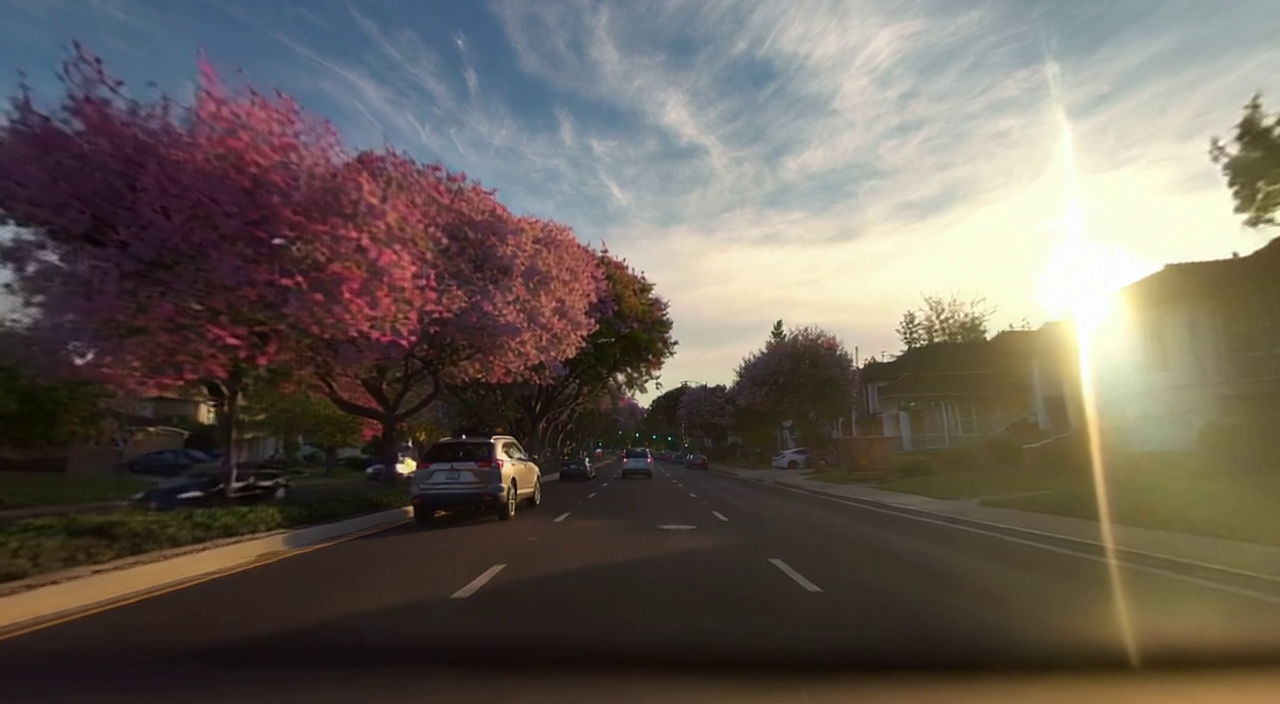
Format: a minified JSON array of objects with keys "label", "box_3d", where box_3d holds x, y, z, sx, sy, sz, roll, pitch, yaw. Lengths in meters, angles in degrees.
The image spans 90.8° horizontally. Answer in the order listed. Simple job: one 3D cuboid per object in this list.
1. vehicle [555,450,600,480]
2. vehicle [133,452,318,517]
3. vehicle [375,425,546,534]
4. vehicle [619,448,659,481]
[{"label":"vehicle","box_3d":[-3.487,6.349,35.821,2.066,1.565,3.905,0,-8,2]},{"label":"vehicle","box_3d":[-11.056,3.525,17.370,1.963,1.476,4.593,0,-8,0]},{"label":"vehicle","box_3d":[-3.585,2.634,13.778,2.161,1.919,4.798,0,-8,2]},{"label":"vehicle","box_3d":[-0.042,5.910,33.497,1.997,1.636,3.760,0,-8,1]}]
